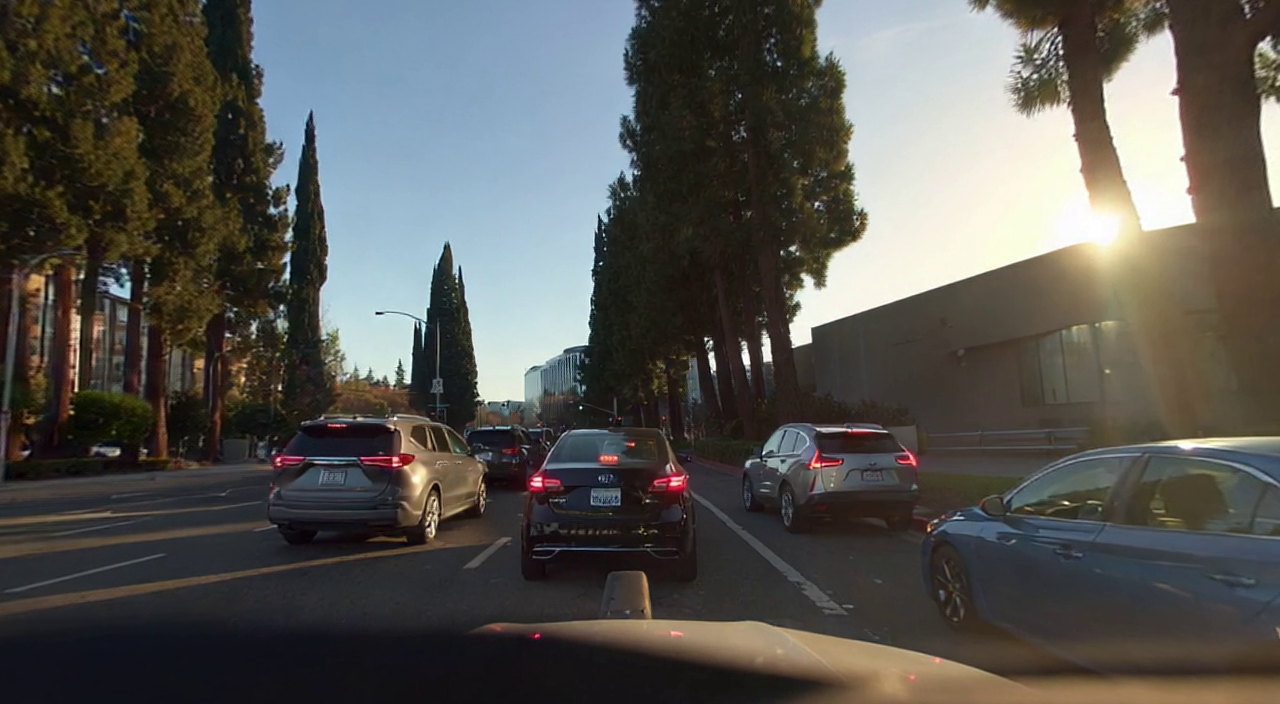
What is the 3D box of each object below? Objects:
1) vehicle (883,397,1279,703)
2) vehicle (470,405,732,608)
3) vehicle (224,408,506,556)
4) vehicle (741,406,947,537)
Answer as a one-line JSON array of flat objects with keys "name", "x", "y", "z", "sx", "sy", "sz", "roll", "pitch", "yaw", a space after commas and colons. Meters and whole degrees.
[{"name": "vehicle", "x": 3.235, "y": 1.069, "z": 3.374, "sx": 2.045, "sy": 1.459, "sz": 4.462, "roll": 0, "pitch": -8, "yaw": -1}, {"name": "vehicle", "x": -0.362, "y": 1.583, "z": 7.420, "sx": 2.114, "sy": 1.631, "sz": 4.459, "roll": 0, "pitch": -8, "yaw": -1}, {"name": "vehicle", "x": -3.763, "y": 1.886, "z": 9.889, "sx": 2.141, "sy": 1.718, "sz": 4.809, "roll": 0, "pitch": -8, "yaw": 1}, {"name": "vehicle", "x": 3.335, "y": 2.080, "z": 11.541, "sx": 2.117, "sy": 1.879, "sz": 4.715, "roll": 0, "pitch": -8, "yaw": -1}]
